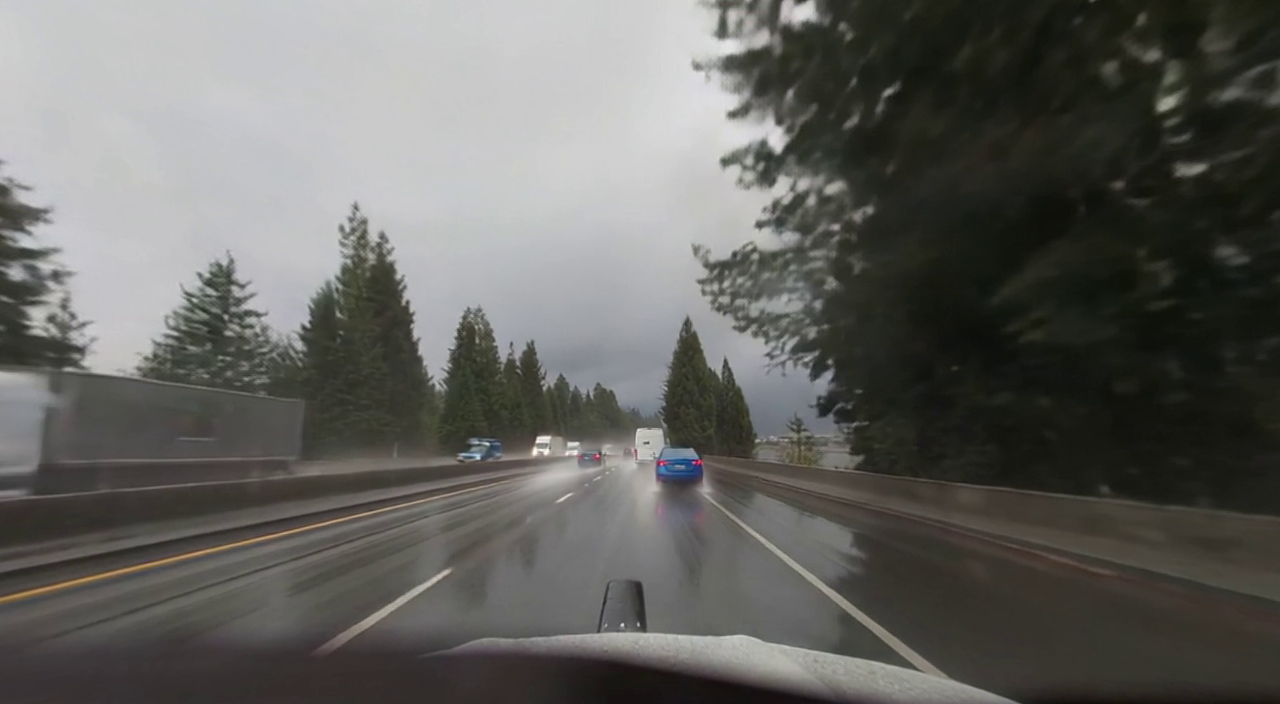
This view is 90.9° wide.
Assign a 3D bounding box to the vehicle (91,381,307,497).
[{"bbox_3d":[-17.568,3.646,26.138,2.860,4.038,8.120,0,-9,0],"label":"vehicle"}]

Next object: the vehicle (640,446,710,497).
[{"bbox_3d":[1.034,3.792,20.325,2.012,1.485,3.649,0,-9,0],"label":"vehicle"}]

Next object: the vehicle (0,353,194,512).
[{"bbox_3d":[-17.628,2.190,16.957,3.035,3.965,10.967,0,-9,1],"label":"vehicle"}]

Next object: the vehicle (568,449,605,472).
[{"bbox_3d":[-3.701,7.646,44.737,2.100,1.514,4.794,0,-9,1],"label":"vehicle"}]
